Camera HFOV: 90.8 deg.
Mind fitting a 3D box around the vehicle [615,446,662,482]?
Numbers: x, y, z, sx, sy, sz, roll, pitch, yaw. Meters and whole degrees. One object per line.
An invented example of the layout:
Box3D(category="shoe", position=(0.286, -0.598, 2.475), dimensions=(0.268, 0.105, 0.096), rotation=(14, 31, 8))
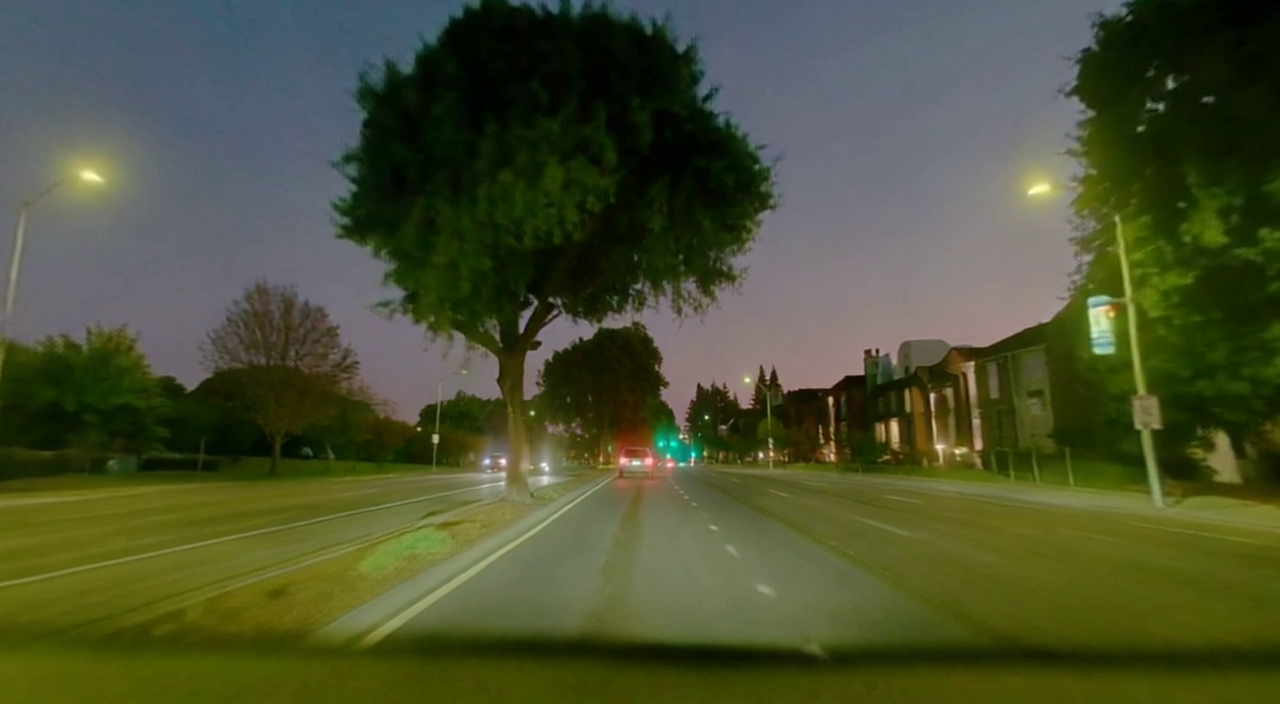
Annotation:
Box3D(category="vehicle", position=(-0.017, 5.342, 30.444), dimensions=(2.093, 1.591, 4.247), rotation=(0, -9, 1))
